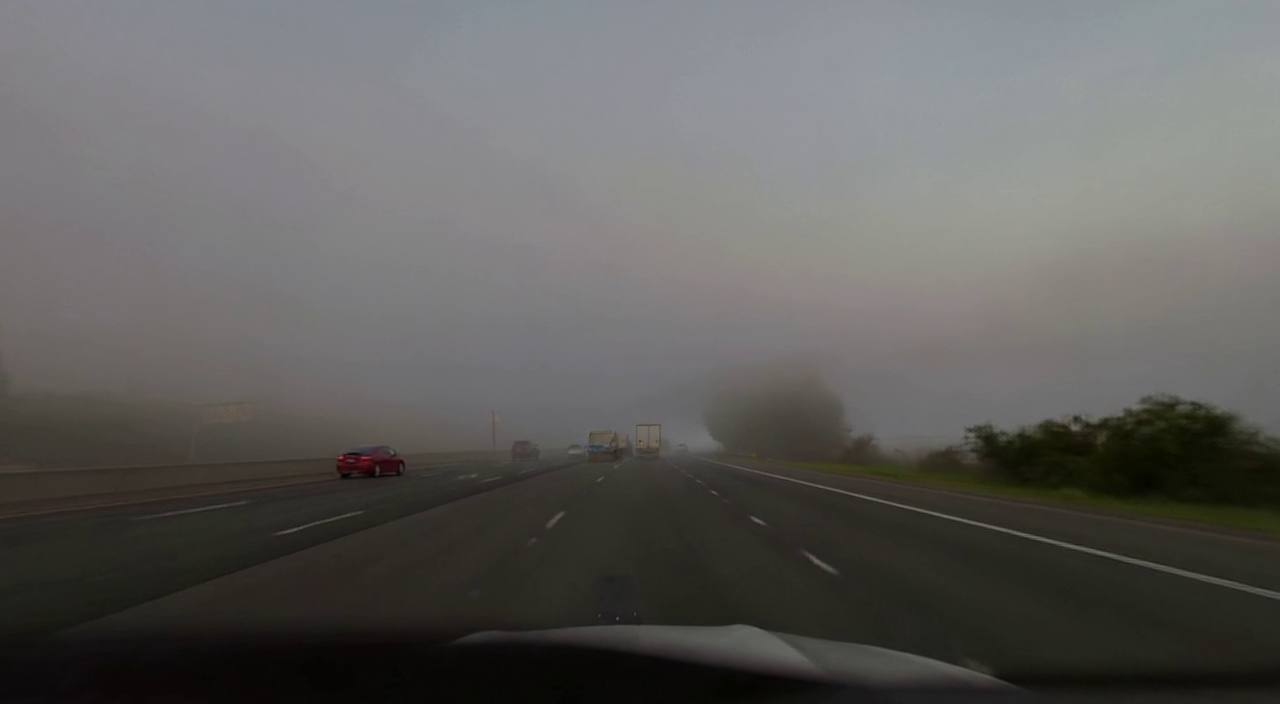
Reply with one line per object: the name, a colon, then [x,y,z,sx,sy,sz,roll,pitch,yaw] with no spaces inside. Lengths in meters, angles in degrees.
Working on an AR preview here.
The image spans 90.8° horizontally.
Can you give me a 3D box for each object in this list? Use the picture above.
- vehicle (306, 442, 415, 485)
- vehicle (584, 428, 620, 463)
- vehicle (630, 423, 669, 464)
vehicle: [-10.327,4.136,23.820,1.952,1.457,4.689,0,-8,0]
vehicle: [-2.872,7.319,49.357,2.328,2.519,5.238,0,-8,1]
vehicle: [0.731,7.009,48.718,2.768,2.854,6.757,1,-8,1]
